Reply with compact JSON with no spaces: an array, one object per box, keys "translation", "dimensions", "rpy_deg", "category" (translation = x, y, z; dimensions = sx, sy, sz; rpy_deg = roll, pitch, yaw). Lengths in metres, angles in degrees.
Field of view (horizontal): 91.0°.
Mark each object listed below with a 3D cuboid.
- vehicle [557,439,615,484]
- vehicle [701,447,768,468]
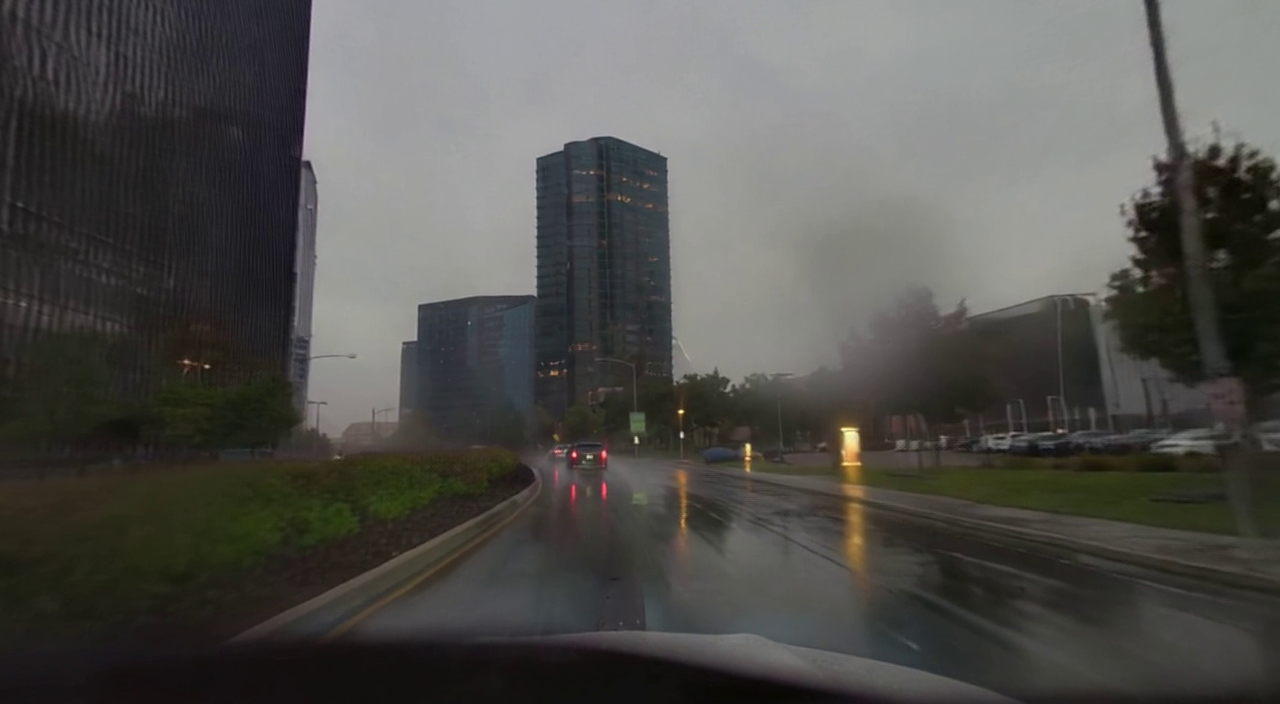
[{"translation":[-2.256,4.533,26.386],"dimensions":[2.183,1.675,4.319],"rpy_deg":[1,-9,-5],"category":"vehicle"},{"translation":[6.931,7.768,46.453],"dimensions":[4.645,1.505,2.100],"rpy_deg":[0,-9,0],"category":"vehicle"}]
